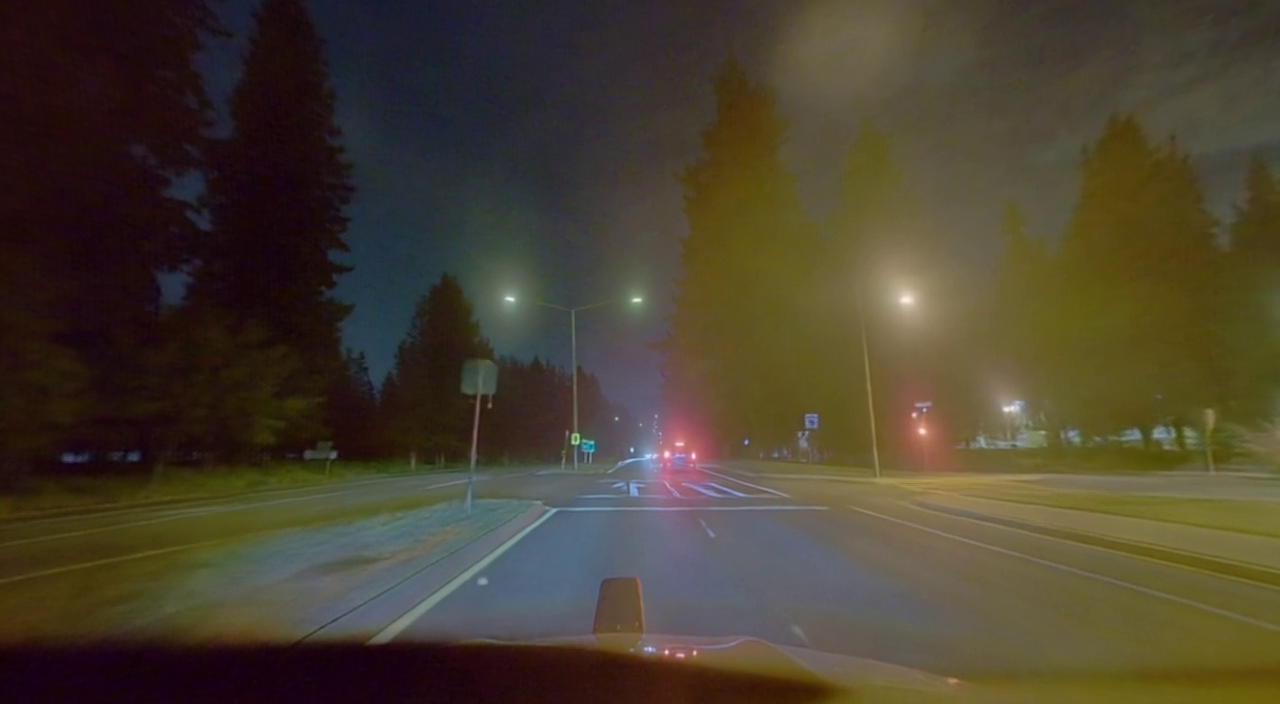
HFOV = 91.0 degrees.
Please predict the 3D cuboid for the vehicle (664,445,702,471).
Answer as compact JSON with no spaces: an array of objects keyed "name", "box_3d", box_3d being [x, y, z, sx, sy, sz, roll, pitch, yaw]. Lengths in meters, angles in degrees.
[{"name":"vehicle","box_3d":[2.699,6.792,40.486,2.044,1.537,4.528,0,-9,-1]}]
